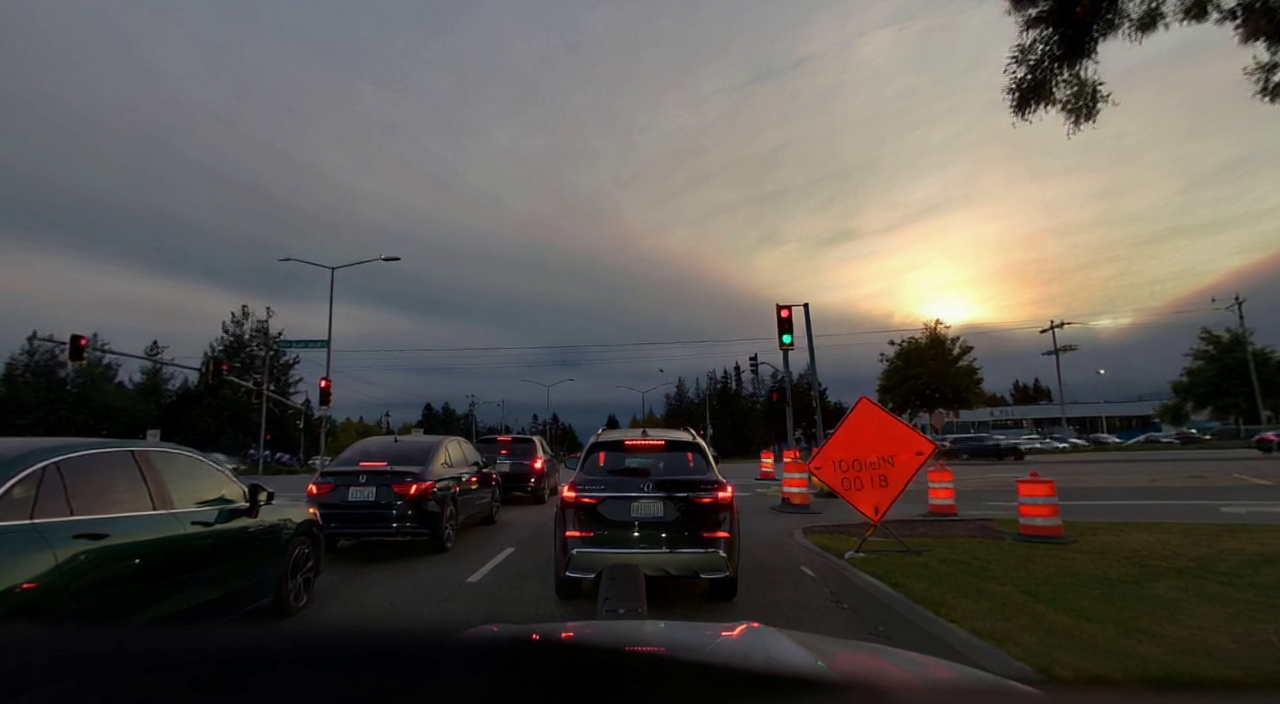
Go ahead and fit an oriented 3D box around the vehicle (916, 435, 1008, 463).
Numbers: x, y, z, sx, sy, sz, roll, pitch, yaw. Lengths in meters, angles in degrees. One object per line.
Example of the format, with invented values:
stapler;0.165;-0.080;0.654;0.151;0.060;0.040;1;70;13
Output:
vehicle;20.745;6.281;40.706;4.827;1.729;1.986;0;-9;1

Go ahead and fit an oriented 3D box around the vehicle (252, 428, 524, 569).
vehicle;-3.276;1.996;9.451;1.989;1.541;4.626;0;-9;2

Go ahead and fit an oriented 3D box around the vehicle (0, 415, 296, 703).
vehicle;-3.584;0.945;2.147;2.064;1.497;4.722;0;-9;1

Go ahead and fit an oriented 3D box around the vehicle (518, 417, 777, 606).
vehicle;0.105;1.623;7.212;2.167;1.560;3.676;0;-9;1
